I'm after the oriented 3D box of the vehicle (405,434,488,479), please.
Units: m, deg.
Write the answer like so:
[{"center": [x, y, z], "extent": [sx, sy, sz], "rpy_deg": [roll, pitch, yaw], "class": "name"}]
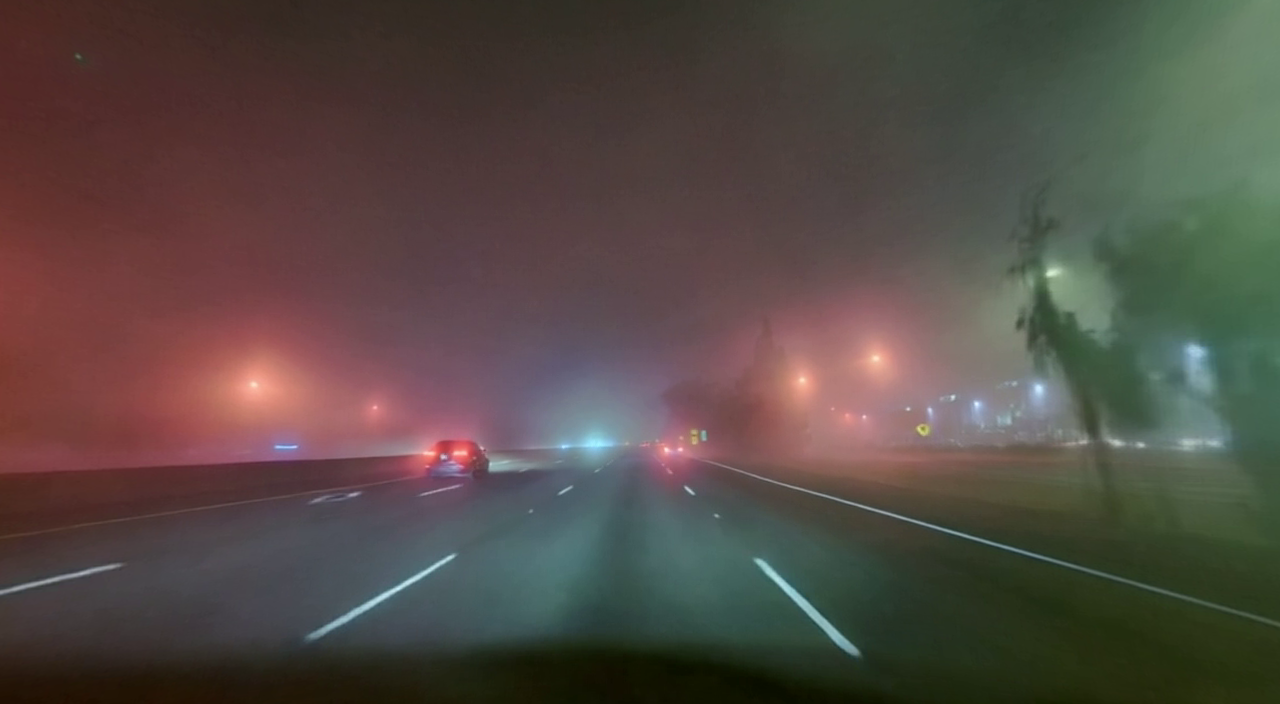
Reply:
[{"center": [-7.930, 4.325, 26.425], "extent": [2.089, 1.724, 4.327], "rpy_deg": [0, -8, 0], "class": "vehicle"}]
